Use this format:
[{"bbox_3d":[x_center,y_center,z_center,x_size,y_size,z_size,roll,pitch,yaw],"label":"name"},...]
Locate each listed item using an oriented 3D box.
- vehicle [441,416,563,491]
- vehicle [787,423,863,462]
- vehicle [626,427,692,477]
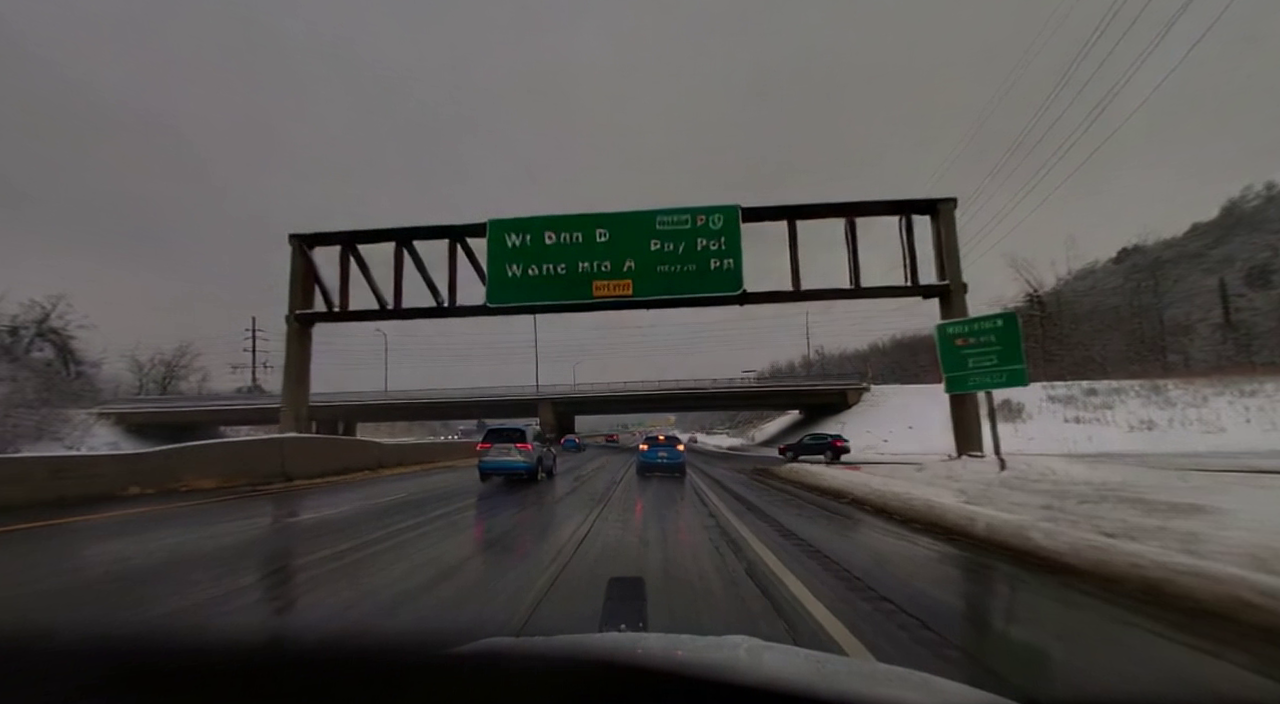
[{"bbox_3d":[-3.708,2.871,18.057,2.228,1.845,4.847,-1,-8,2],"label":"vehicle"},{"bbox_3d":[13.120,6.508,45.460,2.571,2.571,6.876,1,-9,-8],"label":"vehicle"},{"bbox_3d":[0.695,3.633,23.076,2.193,1.651,3.946,-1,-8,2],"label":"vehicle"}]
